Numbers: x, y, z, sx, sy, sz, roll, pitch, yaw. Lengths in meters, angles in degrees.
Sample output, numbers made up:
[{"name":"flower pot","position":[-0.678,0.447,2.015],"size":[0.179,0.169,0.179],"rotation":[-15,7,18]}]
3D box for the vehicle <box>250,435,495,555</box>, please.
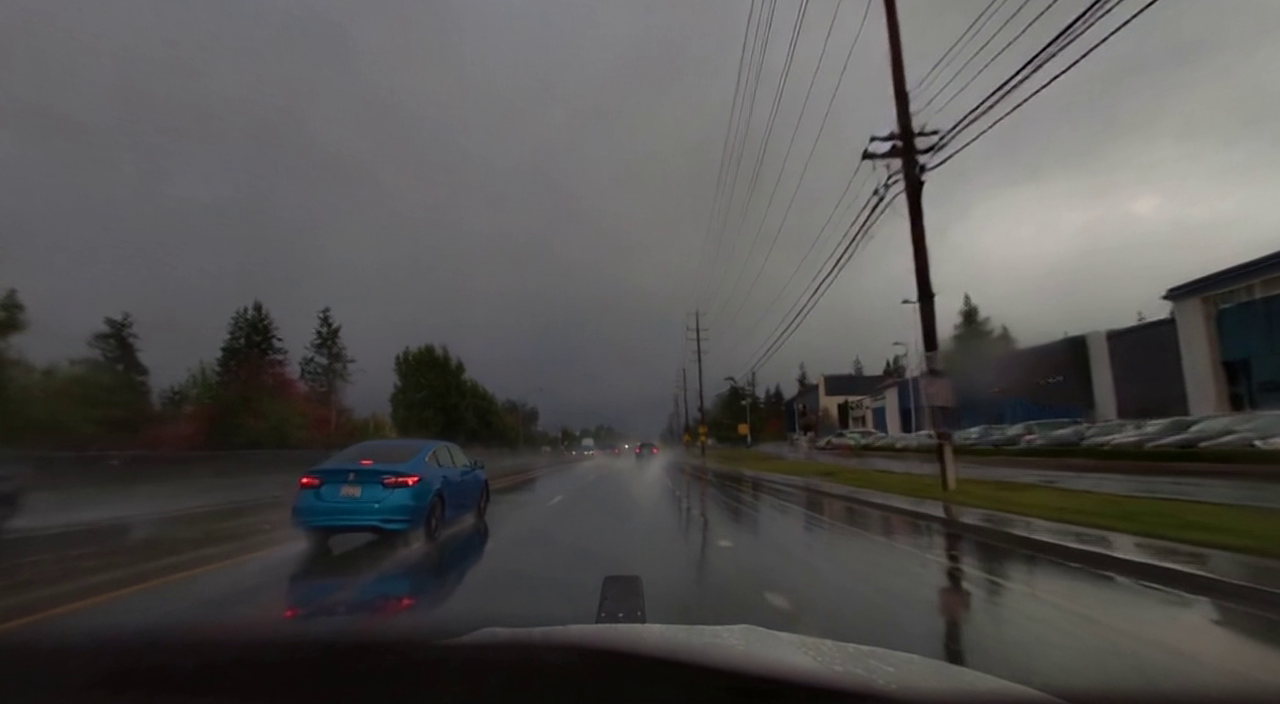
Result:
[{"name":"vehicle","position":[-3.898,2.139,10.300],"size":[1.928,1.488,4.635],"rotation":[0,-8,1]}]
